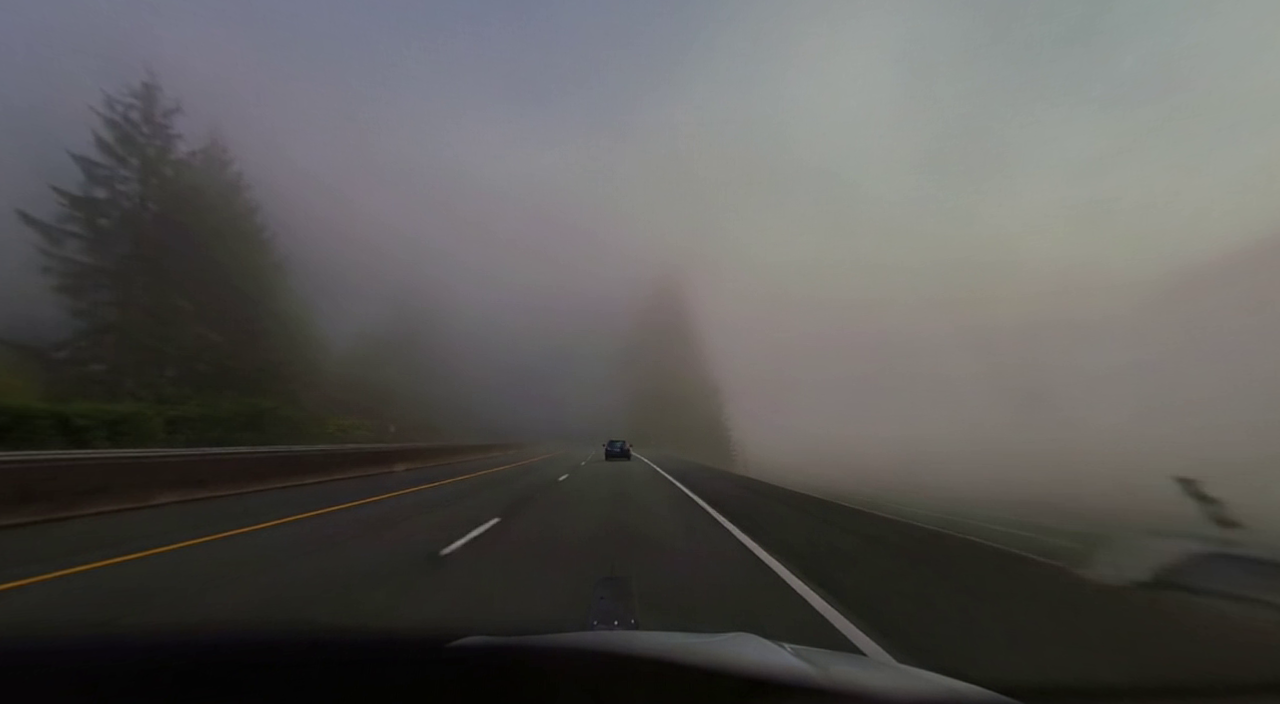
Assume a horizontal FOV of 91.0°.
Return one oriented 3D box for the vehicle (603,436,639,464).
[{"bbox_3d":[-1.111,5.678,36.706,2.004,1.515,3.968,0,-8,-1],"label":"vehicle"}]
